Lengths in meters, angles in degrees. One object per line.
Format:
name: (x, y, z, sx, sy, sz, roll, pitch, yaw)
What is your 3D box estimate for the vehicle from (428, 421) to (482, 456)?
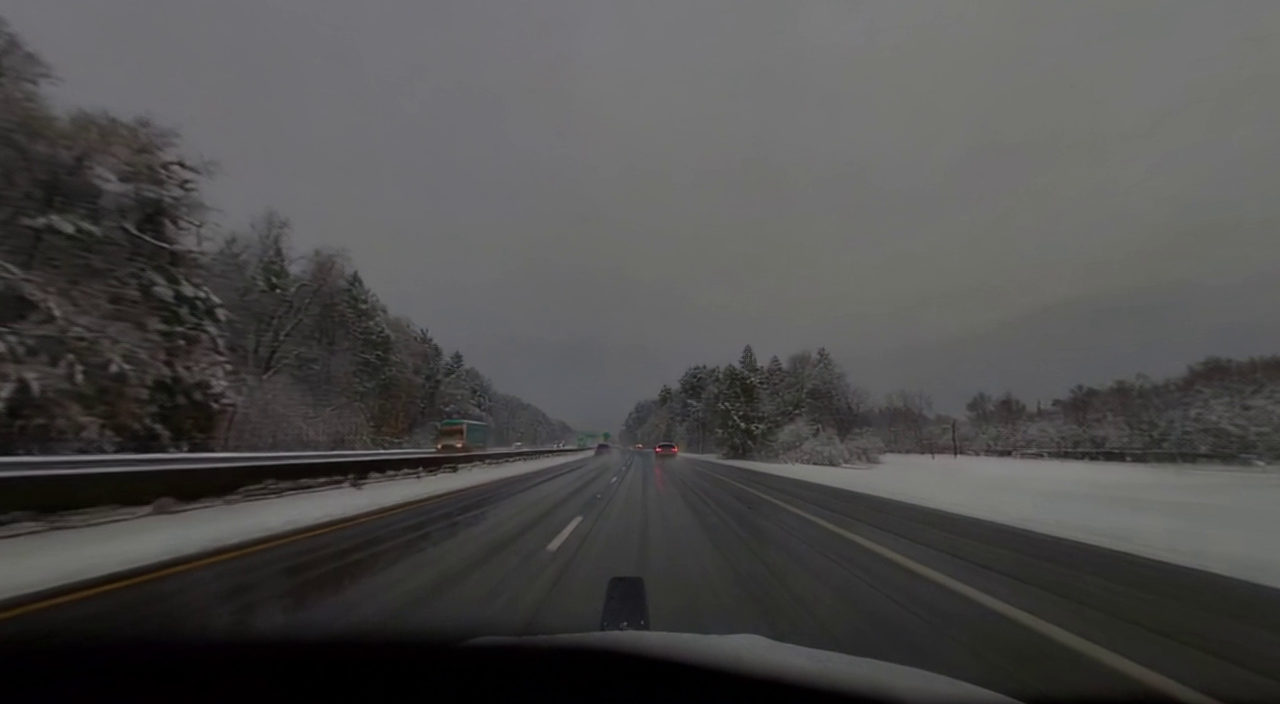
vehicle: (-14.233, 6.729, 48.870, 2.284, 2.508, 5.912, 0, -8, 1)

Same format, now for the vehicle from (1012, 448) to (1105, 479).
vehicle: (23.072, 6.127, 34.869, 1.938, 1.534, 4.006, 2, -8, -11)

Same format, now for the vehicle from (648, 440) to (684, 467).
vehicle: (1.479, 6.005, 37.415, 1.966, 1.542, 3.979, 0, -8, 0)
